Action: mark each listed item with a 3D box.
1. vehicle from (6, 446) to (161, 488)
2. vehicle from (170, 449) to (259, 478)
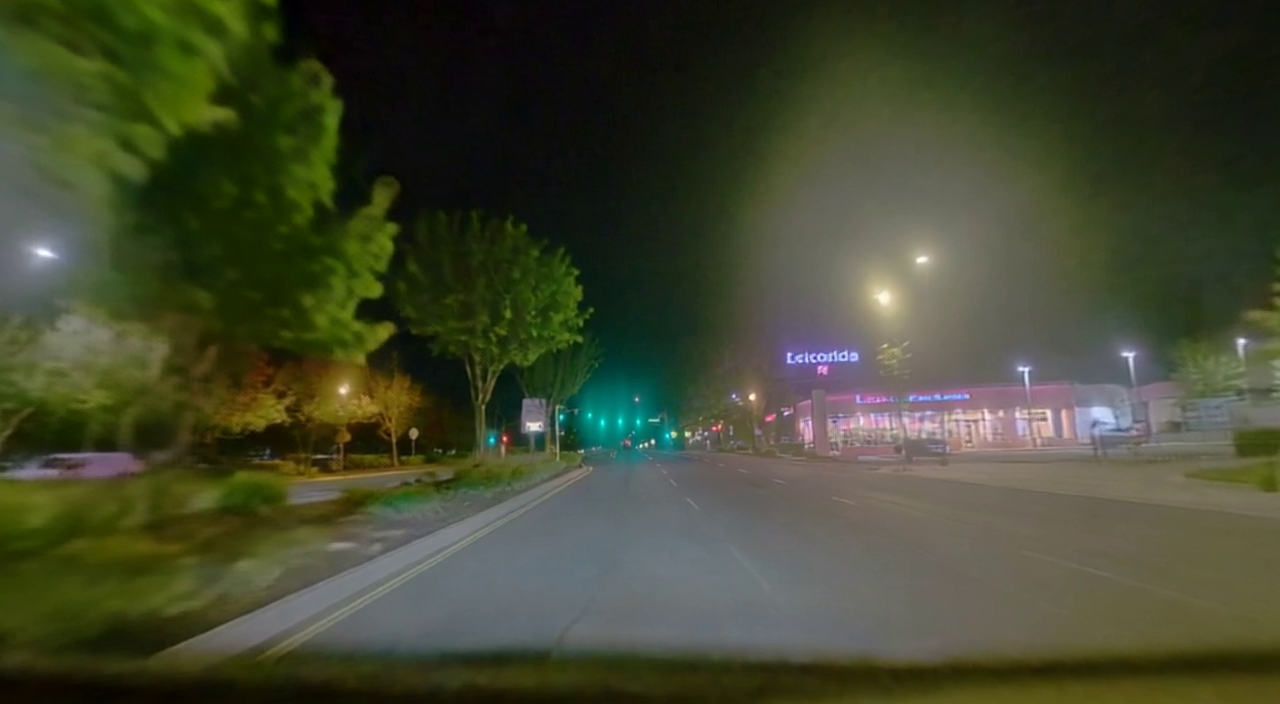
[{"bbox_3d":[-28.123,5.798,32.244,5.442,1.936,2.127,4,-9,-26],"label":"vehicle"},{"bbox_3d":[-27.533,7.198,41.087,4.529,1.711,1.972,4,-9,-28],"label":"vehicle"}]
